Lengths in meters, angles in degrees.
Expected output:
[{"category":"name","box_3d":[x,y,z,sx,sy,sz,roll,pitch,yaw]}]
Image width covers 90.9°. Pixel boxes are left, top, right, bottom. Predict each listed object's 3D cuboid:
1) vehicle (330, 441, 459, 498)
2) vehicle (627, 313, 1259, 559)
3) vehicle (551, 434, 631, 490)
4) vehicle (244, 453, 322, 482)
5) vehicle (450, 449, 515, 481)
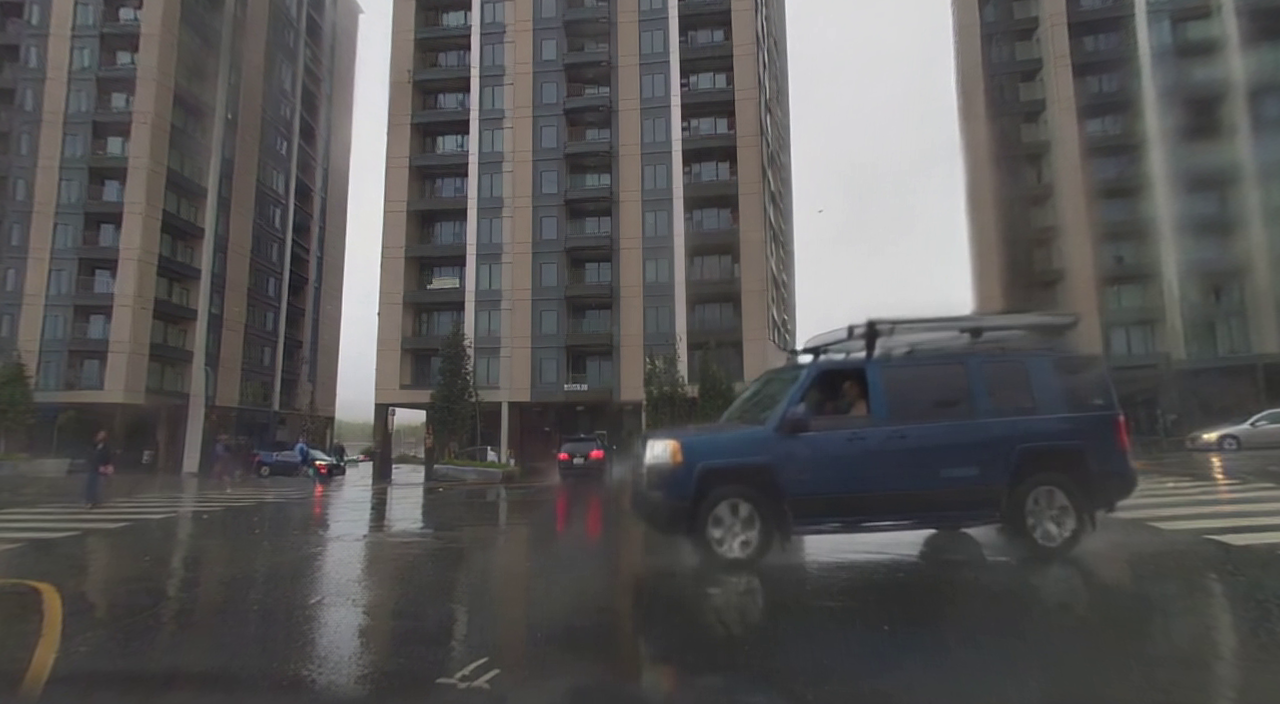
[{"category":"vehicle","box_3d":[-8.221,3.967,21.723,2.395,1.719,4.549,-1,-8,3]},{"category":"vehicle","box_3d":[3.362,1.120,8.441,6.932,2.753,2.446,-1,-8,2]},{"category":"vehicle","box_3d":[-1.591,3.812,22.165,2.144,1.733,4.115,-1,-8,5]},{"category":"vehicle","box_3d":[-19.463,6.303,34.486,3.467,1.456,1.649,4,-9,-24]},{"category":"vehicle","box_3d":[-7.865,5.677,31.949,2.164,1.494,4.235,0,-8,0]}]
